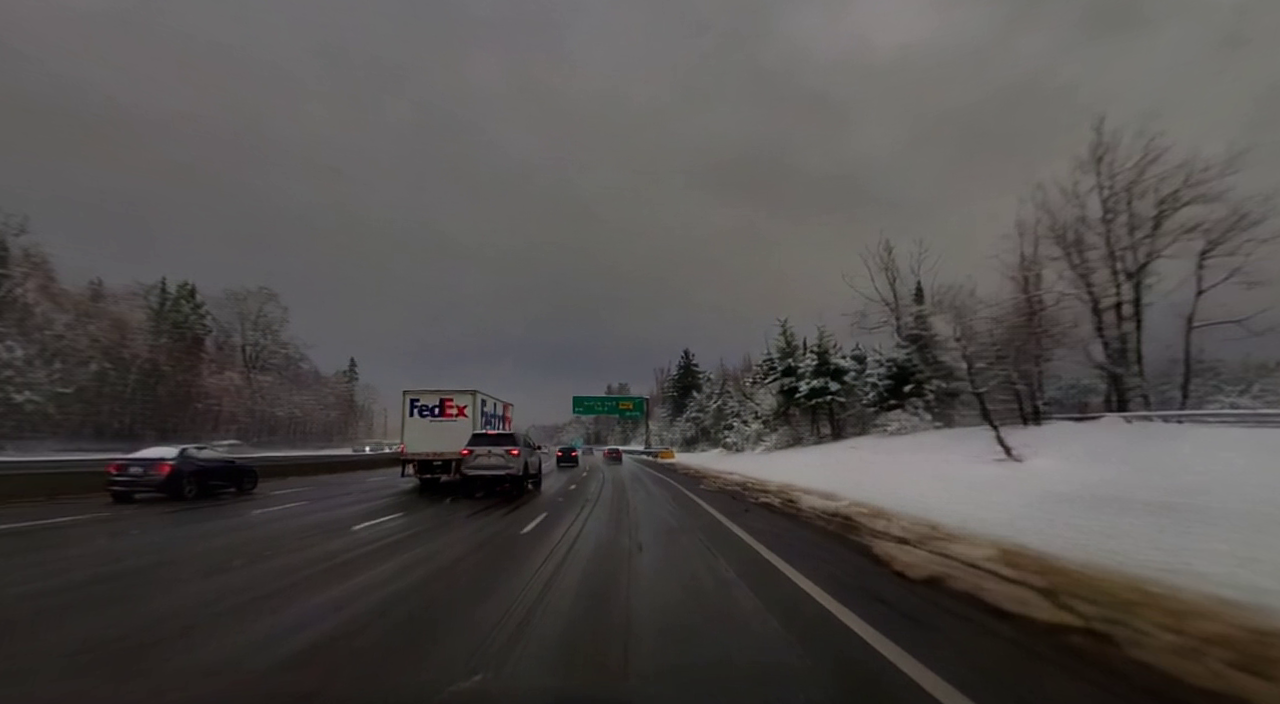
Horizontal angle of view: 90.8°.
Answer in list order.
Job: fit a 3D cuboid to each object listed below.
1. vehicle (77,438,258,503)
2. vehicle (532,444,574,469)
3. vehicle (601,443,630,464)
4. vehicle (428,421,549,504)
[{"bbox_3d":[-13.732,3.449,18.803,2.018,1.668,4.409,0,-9,-1],"label":"vehicle"},{"bbox_3d":[-5.413,6.579,39.923,2.192,1.478,4.591,0,-9,-3],"label":"vehicle"},{"bbox_3d":[-1.886,7.656,47.705,2.043,1.489,3.839,1,-9,-4],"label":"vehicle"},{"bbox_3d":[-3.854,2.923,17.058,2.170,1.886,4.628,0,-9,-1],"label":"vehicle"}]
